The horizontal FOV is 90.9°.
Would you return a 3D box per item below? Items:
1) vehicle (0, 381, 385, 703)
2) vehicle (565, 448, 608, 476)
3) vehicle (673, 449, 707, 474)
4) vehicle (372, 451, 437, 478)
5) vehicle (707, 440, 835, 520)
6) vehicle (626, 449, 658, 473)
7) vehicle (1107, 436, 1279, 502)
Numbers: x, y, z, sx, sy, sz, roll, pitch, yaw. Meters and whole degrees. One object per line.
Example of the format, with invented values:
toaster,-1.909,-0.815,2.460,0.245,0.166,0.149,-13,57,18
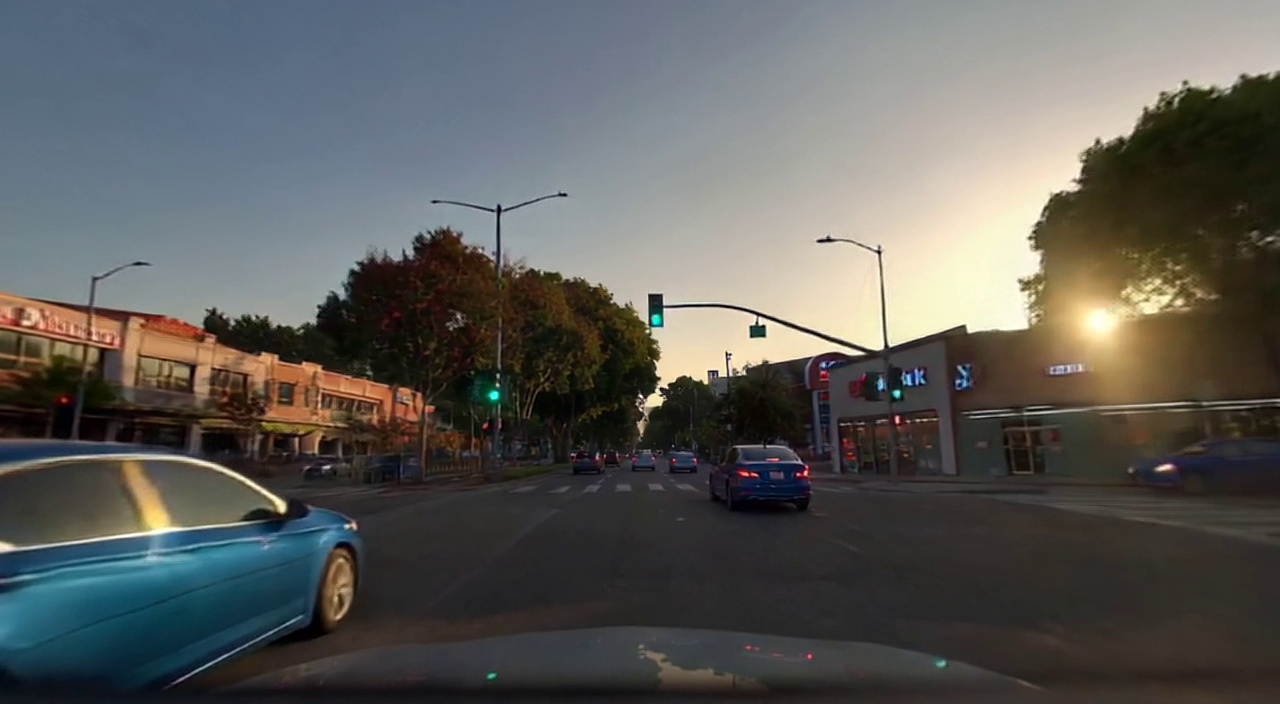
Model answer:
vehicle,-3.006,0.968,2.257,2.032,1.639,5.037,0,-8,1
vehicle,-3.106,6.428,37.113,2.040,1.471,4.211,-1,-8,2
vehicle,3.411,7.562,43.749,1.931,1.552,4.125,0,-8,-1
vehicle,-14.361,6.855,38.742,2.119,1.477,4.548,-1,-8,1
vehicle,2.769,2.790,14.354,1.946,1.513,4.133,0,-8,-1
vehicle,0.093,7.286,42.267,2.070,1.460,4.118,0,-8,-1
vehicle,16.092,3.156,17.324,4.637,1.654,2.277,0,-8,-1
